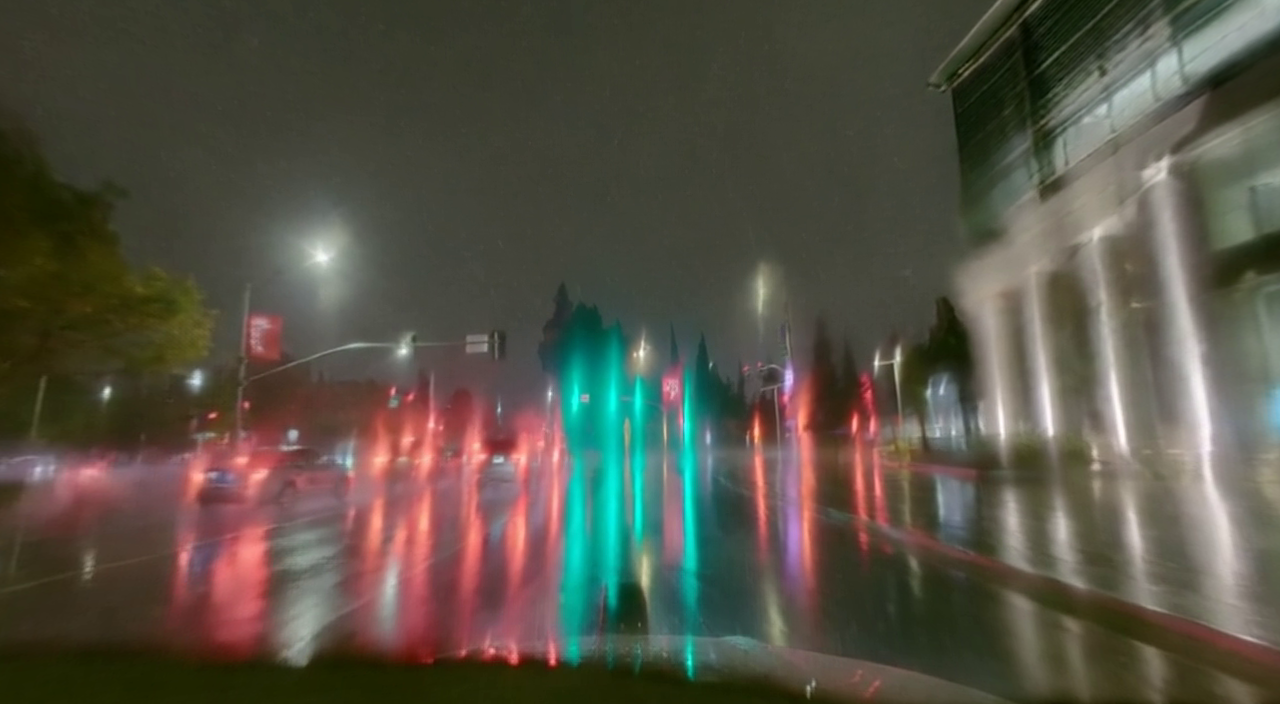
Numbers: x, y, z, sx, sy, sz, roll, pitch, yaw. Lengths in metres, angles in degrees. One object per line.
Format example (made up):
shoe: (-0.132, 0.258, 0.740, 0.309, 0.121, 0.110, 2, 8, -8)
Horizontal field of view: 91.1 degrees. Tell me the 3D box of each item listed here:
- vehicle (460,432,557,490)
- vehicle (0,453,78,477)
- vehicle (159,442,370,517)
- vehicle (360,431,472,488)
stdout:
vehicle: (-3.986, 3.399, 19.864, 2.043, 1.636, 4.320, 0, -9, 1)
vehicle: (-44.111, 8.182, 45.576, 4.570, 1.714, 1.969, 0, -9, -2)
vehicle: (-8.261, 2.813, 14.458, 2.030, 1.440, 4.464, 0, -9, 1)
vehicle: (-7.862, 3.830, 22.645, 2.152, 1.813, 4.751, 0, -9, 2)
